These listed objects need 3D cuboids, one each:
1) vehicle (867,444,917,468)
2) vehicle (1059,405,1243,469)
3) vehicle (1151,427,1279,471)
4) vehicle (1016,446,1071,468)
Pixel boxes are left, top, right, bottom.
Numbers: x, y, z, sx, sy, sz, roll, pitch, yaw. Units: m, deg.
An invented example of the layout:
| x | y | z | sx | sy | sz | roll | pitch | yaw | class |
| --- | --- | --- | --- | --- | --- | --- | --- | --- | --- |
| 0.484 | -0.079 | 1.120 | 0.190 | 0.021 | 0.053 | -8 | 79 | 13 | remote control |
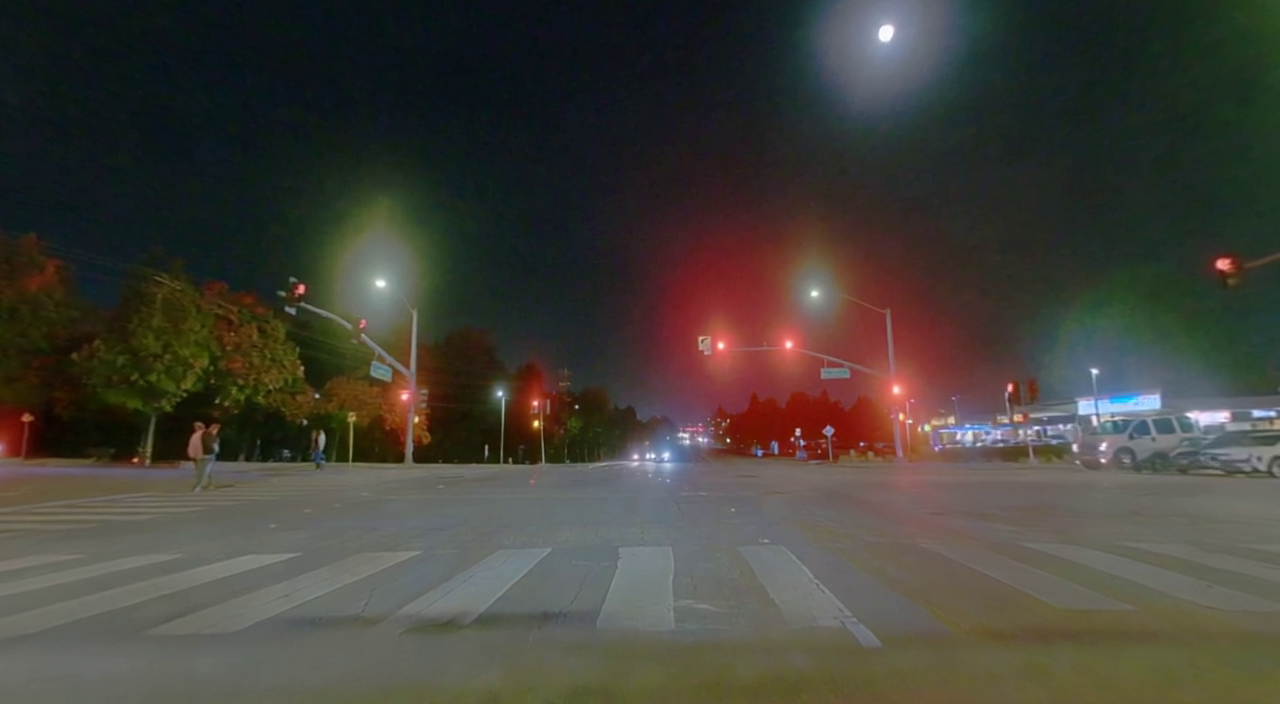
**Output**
| x | y | z | sx | sy | sz | roll | pitch | yaw | class |
| --- | --- | --- | --- | --- | --- | --- | --- | --- | --- |
| 17.514 | 7.244 | 44.102 | 1.789 | 1.557 | 4.293 | 0 | -9 | 1 | vehicle |
| 22.971 | 3.867 | 28.672 | 5.855 | 2.746 | 2.523 | -1 | -9 | 4 | vehicle |
| 21.314 | 3.414 | 22.304 | 4.740 | 1.464 | 1.876 | -1 | -9 | 3 | vehicle |
| 27.687 | 7.184 | 43.465 | 1.589 | 1.405 | 3.633 | -1 | -9 | 6 | vehicle |
